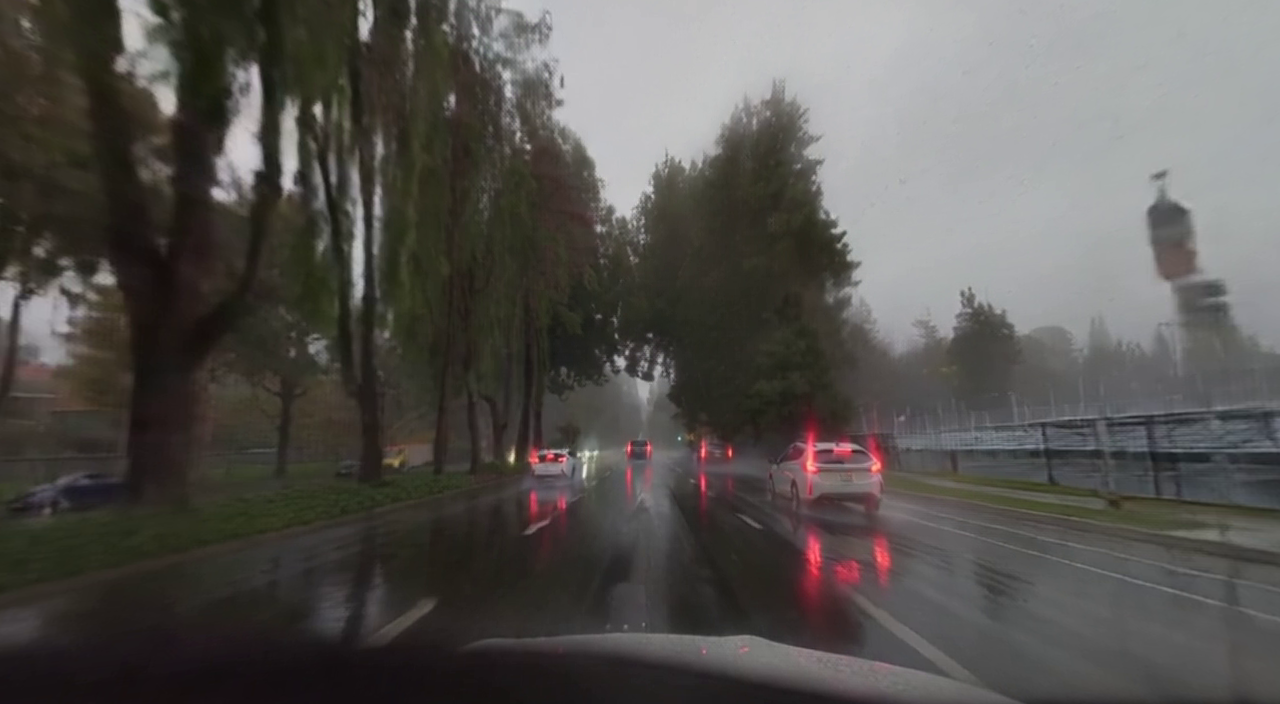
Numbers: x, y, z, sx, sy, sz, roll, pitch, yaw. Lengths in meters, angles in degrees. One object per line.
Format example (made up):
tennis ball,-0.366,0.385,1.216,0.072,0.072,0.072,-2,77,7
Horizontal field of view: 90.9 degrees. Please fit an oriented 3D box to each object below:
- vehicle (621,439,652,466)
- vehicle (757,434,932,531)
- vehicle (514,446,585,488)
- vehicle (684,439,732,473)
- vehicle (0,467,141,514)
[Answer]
vehicle,-0.291,7.478,47.021,2.247,1.882,4.603,0,-8,-1
vehicle,3.606,2.358,12.049,1.919,1.502,4.232,0,-8,0
vehicle,-3.166,4.116,22.858,2.013,1.354,3.908,0,-8,0
vehicle,3.631,5.641,34.435,1.980,1.709,4.367,0,-8,-1
vehicle,-22.655,5.388,24.881,1.908,1.483,4.835,0,-8,0
